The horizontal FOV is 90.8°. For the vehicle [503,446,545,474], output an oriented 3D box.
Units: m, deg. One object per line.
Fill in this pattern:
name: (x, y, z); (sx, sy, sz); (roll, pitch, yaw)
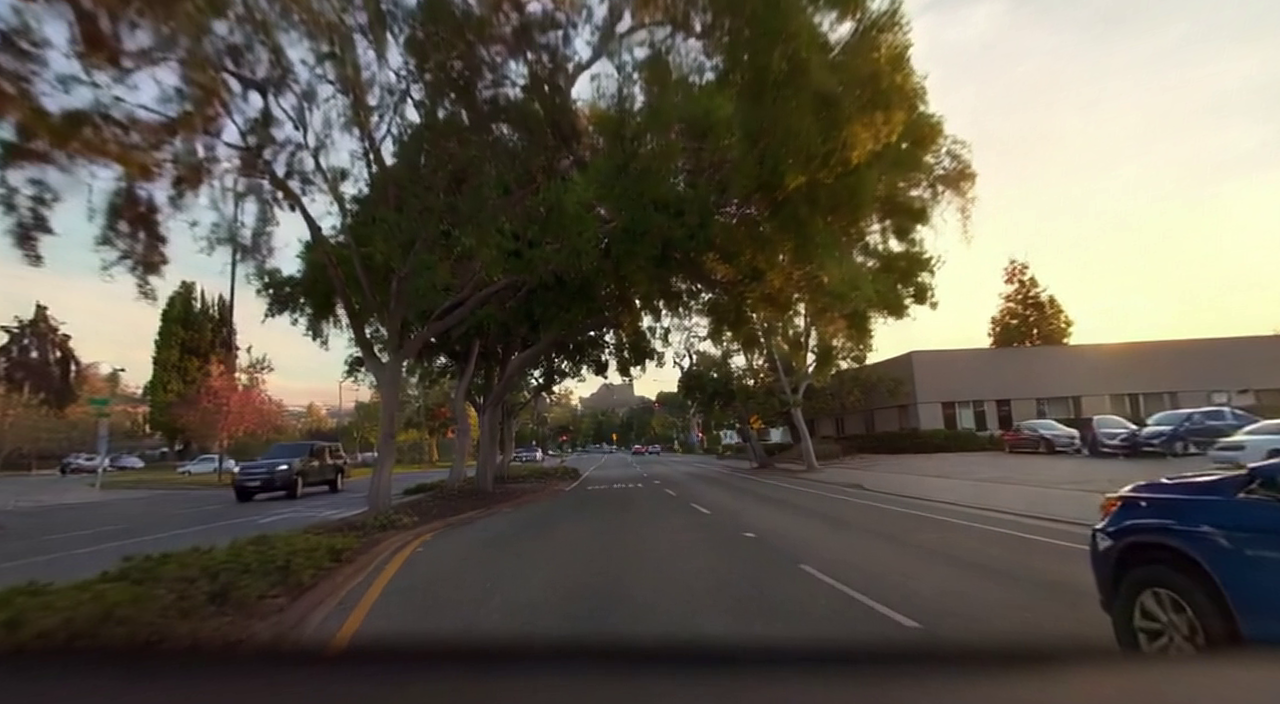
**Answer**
vehicle: (-8.032, 7.519, 44.185); (2.079, 1.830, 4.951); (0, -9, -1)

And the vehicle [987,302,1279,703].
vehicle: (3.812, 0.688, 2.337); (2.218, 1.878, 4.748); (0, -9, -2)

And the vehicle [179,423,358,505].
vehicle: (-11.181, 3.408, 19.720); (2.131, 2.148, 5.709); (0, -9, -1)
